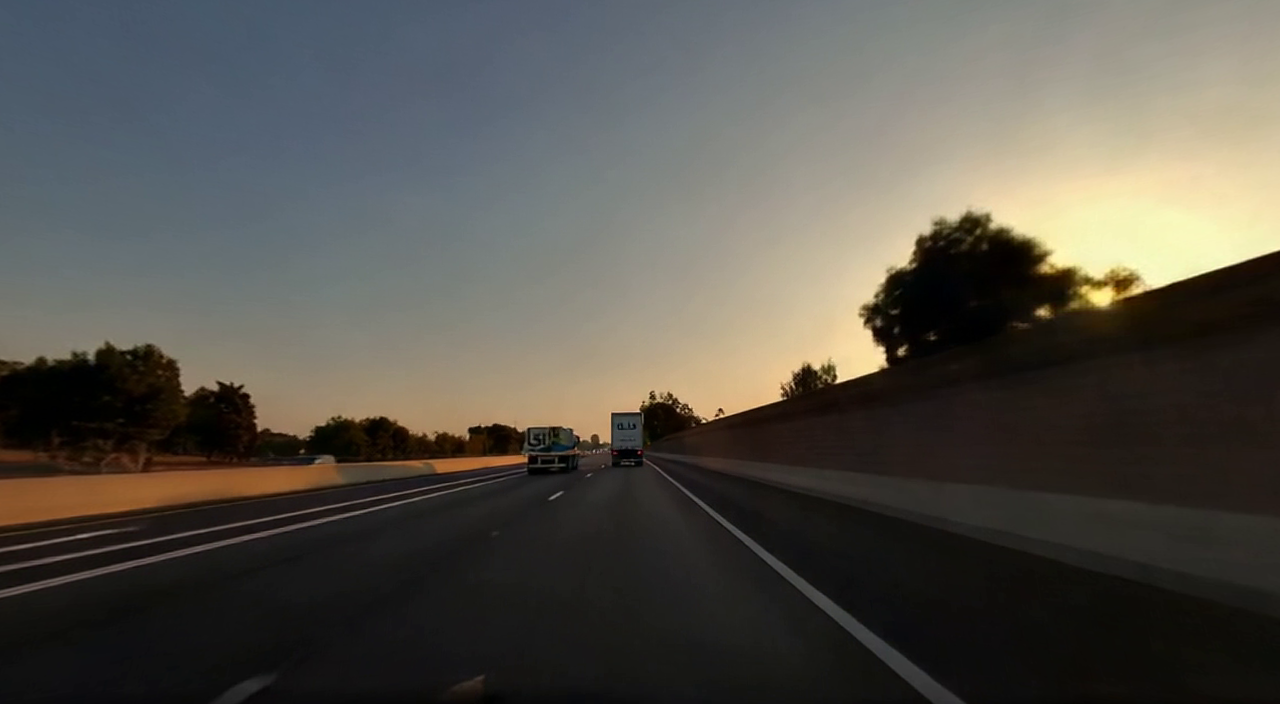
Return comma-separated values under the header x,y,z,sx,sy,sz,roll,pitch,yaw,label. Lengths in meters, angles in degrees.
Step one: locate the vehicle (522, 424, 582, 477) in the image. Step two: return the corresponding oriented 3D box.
x,y,z,sx,sy,sz,roll,pitch,yaw,label
-4.780,5.491,35.039,2.529,2.697,5.935,0,-9,-1,vehicle
